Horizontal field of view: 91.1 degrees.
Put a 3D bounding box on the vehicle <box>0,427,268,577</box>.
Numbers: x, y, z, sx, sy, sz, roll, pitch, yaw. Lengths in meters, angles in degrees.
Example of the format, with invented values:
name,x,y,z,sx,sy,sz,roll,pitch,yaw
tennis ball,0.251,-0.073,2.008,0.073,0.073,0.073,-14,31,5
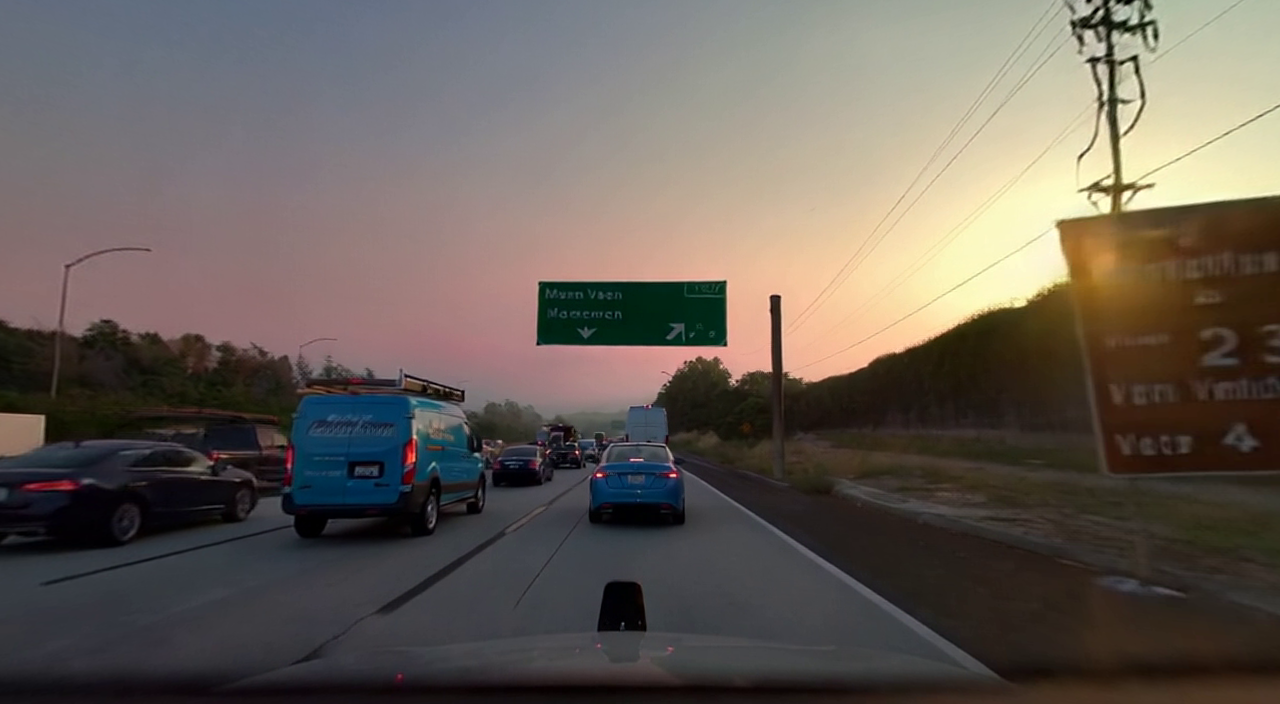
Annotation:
name,x,y,z,sx,sy,sz,roll,pitch,yaw
vehicle,-7.392,1.825,8.425,1.933,1.506,4.504,0,-8,1

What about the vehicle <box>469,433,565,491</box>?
name,x,y,z,sx,sy,sz,roll,pitch,yaw
vehicle,-3.821,3.494,20.383,2.114,1.657,4.432,0,-8,1

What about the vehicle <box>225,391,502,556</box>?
name,x,y,z,sx,sy,sz,roll,pitch,yaw
vehicle,-3.819,1.788,9.867,2.142,1.952,4.556,0,-8,2

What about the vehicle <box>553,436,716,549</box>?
name,x,y,z,sx,sy,sz,roll,pitch,yaw
vehicle,-0.061,2.083,10.033,2.054,1.421,4.090,0,-8,0
